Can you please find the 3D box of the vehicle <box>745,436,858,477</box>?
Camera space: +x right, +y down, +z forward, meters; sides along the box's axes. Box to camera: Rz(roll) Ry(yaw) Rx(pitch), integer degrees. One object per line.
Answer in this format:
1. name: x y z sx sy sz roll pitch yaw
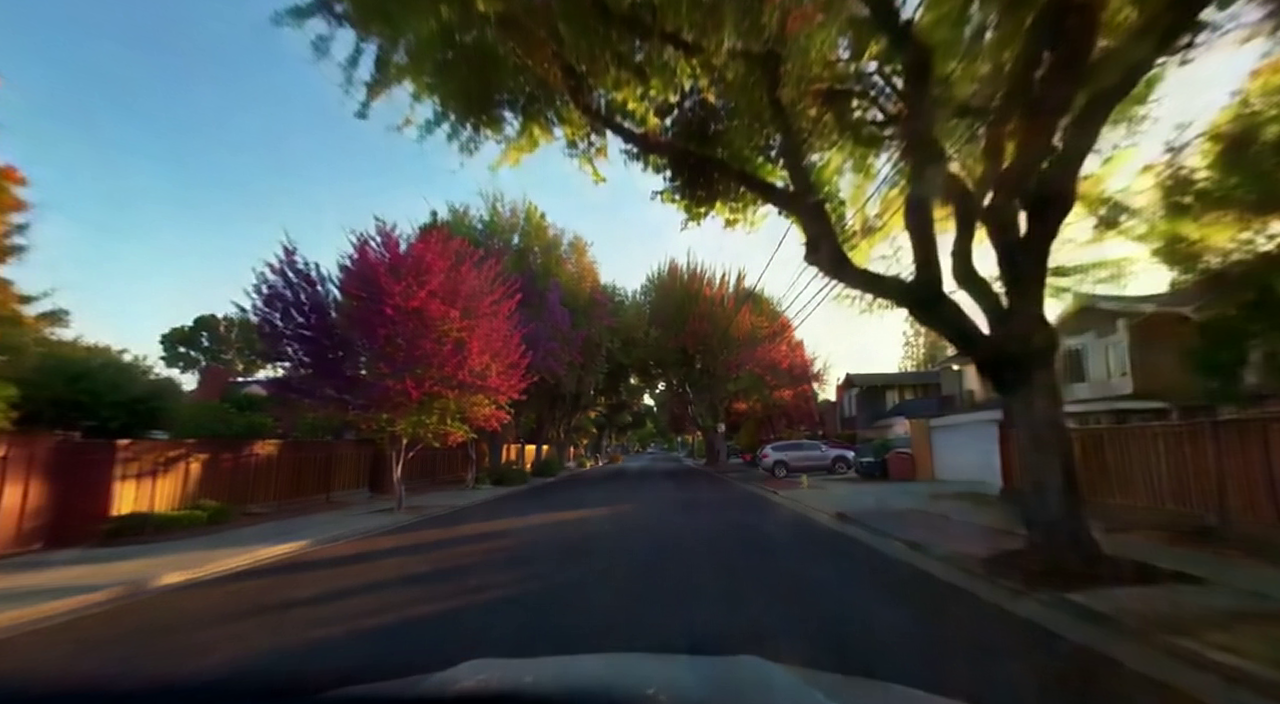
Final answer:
1. vehicle: 7.570 4.950 30.045 4.806 1.851 2.050 -1 -9 3
